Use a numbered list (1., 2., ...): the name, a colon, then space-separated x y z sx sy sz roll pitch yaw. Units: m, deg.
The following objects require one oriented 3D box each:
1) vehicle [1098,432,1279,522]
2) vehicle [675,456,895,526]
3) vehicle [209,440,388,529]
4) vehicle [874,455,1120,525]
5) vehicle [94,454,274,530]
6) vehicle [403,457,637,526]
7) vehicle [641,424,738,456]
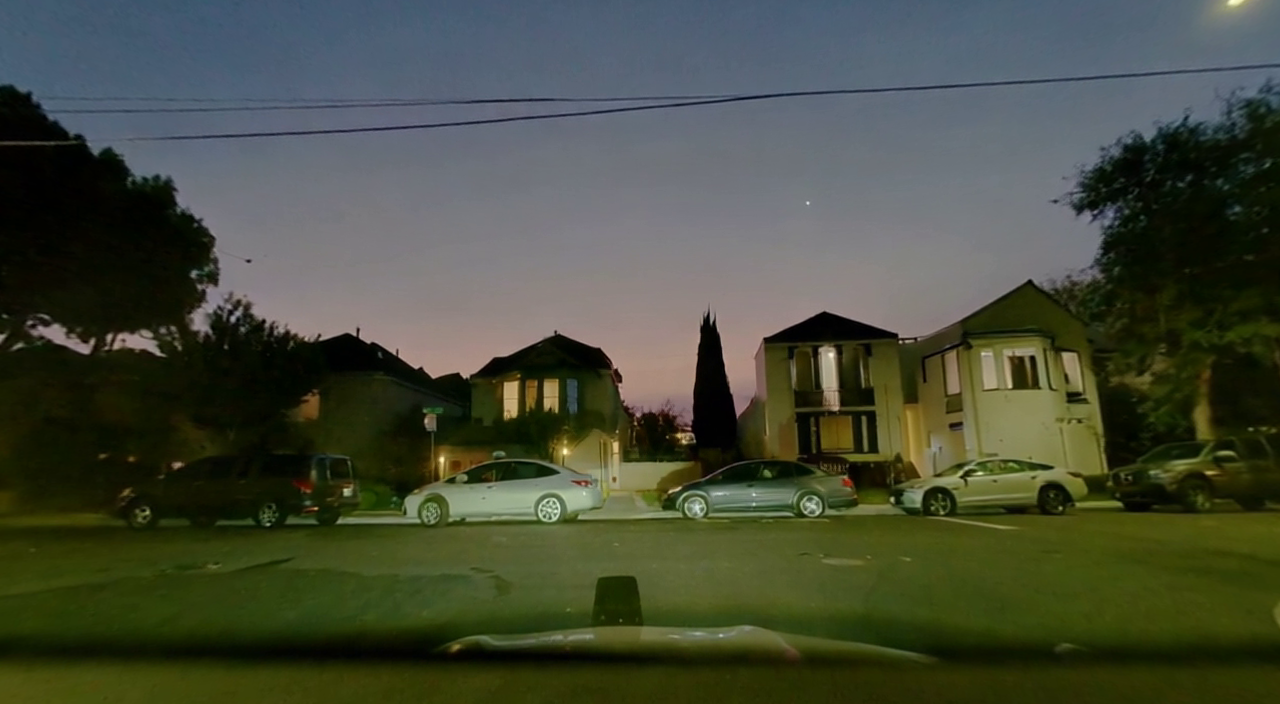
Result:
1. vehicle: 14.495 2.992 15.459 4.513 1.970 2.512 0 -8 -4
2. vehicle: 3.184 3.170 14.594 4.663 1.452 1.801 0 -8 0
3. vehicle: -8.636 3.335 16.540 2.046 1.969 4.585 0 -9 1
4. vehicle: 8.324 3.205 14.942 4.785 1.471 1.798 1 -8 -4
5. vehicle: -11.627 3.543 16.464 1.827 1.648 4.030 1 -9 -4
6. vehicle: -2.607 3.211 14.680 5.075 1.436 1.863 0 -8 0
7. vehicle: 2.349 4.325 30.928 4.565 1.479 1.775 0 -9 -2
